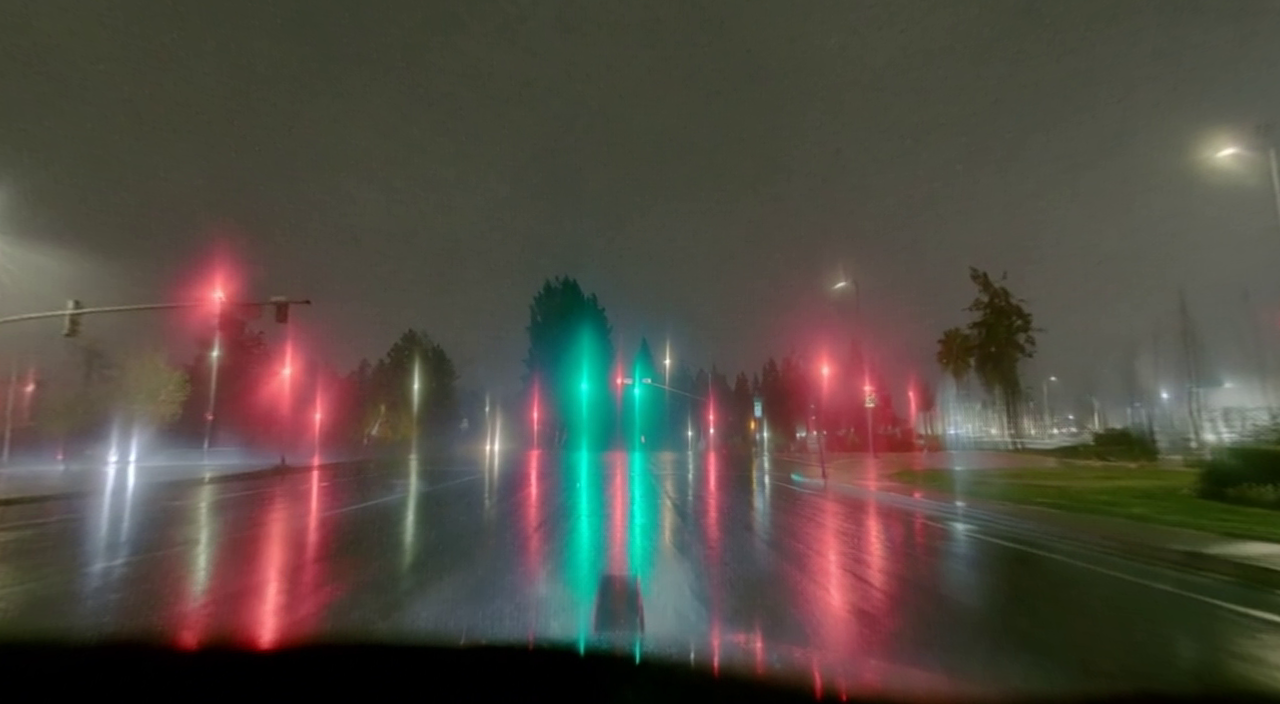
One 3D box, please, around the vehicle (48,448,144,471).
[{"bbox_3d":[-35.395,6.987,41.185,4.500,1.465,1.936,0,-8,1],"label":"vehicle"}]
